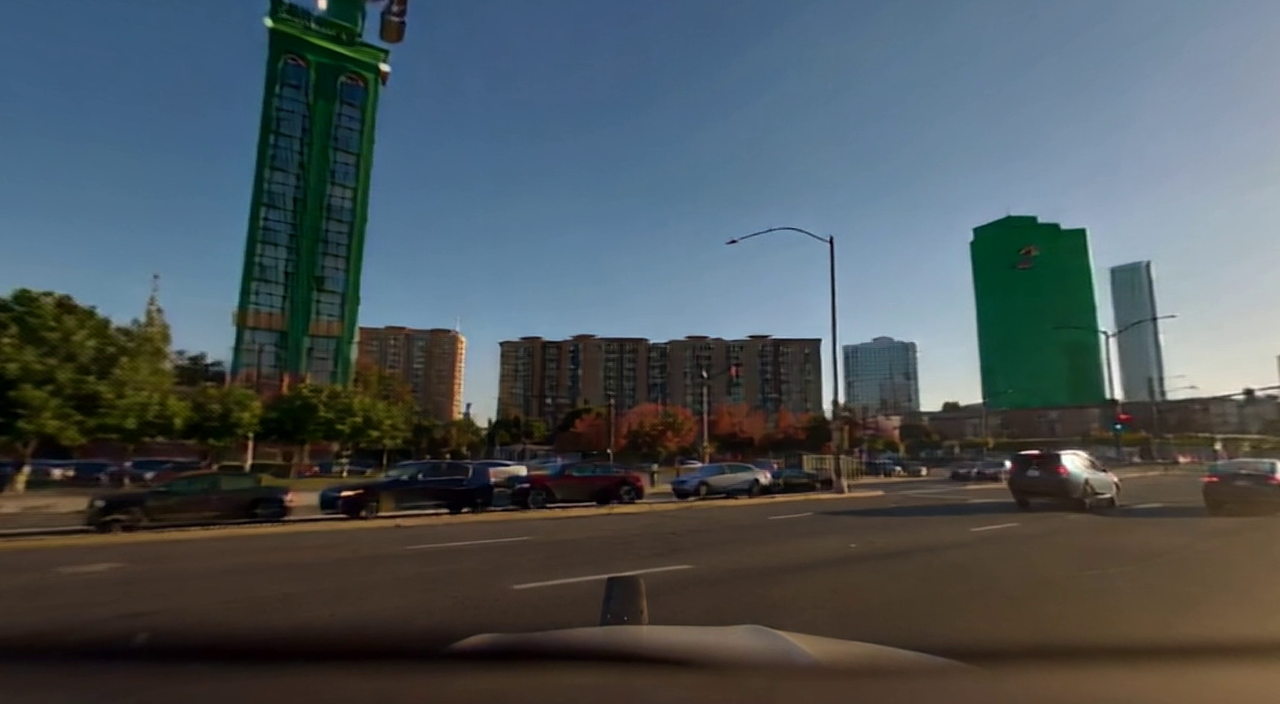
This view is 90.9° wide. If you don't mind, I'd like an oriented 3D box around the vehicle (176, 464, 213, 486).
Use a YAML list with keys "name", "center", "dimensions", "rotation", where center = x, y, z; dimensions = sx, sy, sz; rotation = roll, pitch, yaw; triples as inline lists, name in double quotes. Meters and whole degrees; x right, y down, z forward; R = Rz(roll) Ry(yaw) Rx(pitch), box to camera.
- name: "vehicle"
  center: [-33.520, 9.261, 47.522]
  dimensions: [1.985, 1.453, 4.100]
  rotation: [5, -10, -32]

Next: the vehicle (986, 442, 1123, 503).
- name: "vehicle"
  center: [13.001, 3.691, 19.690]
  dimensions: [4.284, 1.692, 2.031]
  rotation: [6, -11, -35]

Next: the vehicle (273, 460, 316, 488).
- name: "vehicle"
  center: [-20.389, 7.128, 37.084]
  dimensions: [1.845, 1.509, 3.855]
  rotation: [5, -10, -32]

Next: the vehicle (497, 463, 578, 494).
- name: "vehicle"
  center: [-5.846, 7.211, 36.272]
  dimensions: [4.215, 1.575, 1.884]
  rotation: [7, -11, -38]

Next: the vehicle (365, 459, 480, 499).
- name: "vehicle"
  center: [-11.065, 6.431, 32.266]
  dimensions: [5.127, 1.803, 2.011]
  rotation: [6, -11, -35]

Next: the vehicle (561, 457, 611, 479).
- name: "vehicle"
  center: [-4.138, 8.762, 47.784]
  dimensions: [2.133, 1.494, 4.108]
  rotation: [5, -10, -32]

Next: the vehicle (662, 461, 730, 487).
- name: "vehicle"
  center: [3.908, 8.467, 43.826]
  dimensions: [4.604, 1.600, 1.875]
  rotation: [7, -11, -37]

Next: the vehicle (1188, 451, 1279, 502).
- name: "vehicle"
  center: [19.854, 3.932, 20.310]
  dimensions: [4.710, 1.444, 2.041]
  rotation: [6, -11, -34]

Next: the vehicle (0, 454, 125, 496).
- name: "vehicle"
  center: [-29.569, 6.181, 31.934]
  dimensions: [4.920, 1.956, 1.865]
  rotation: [2, -9, -12]
